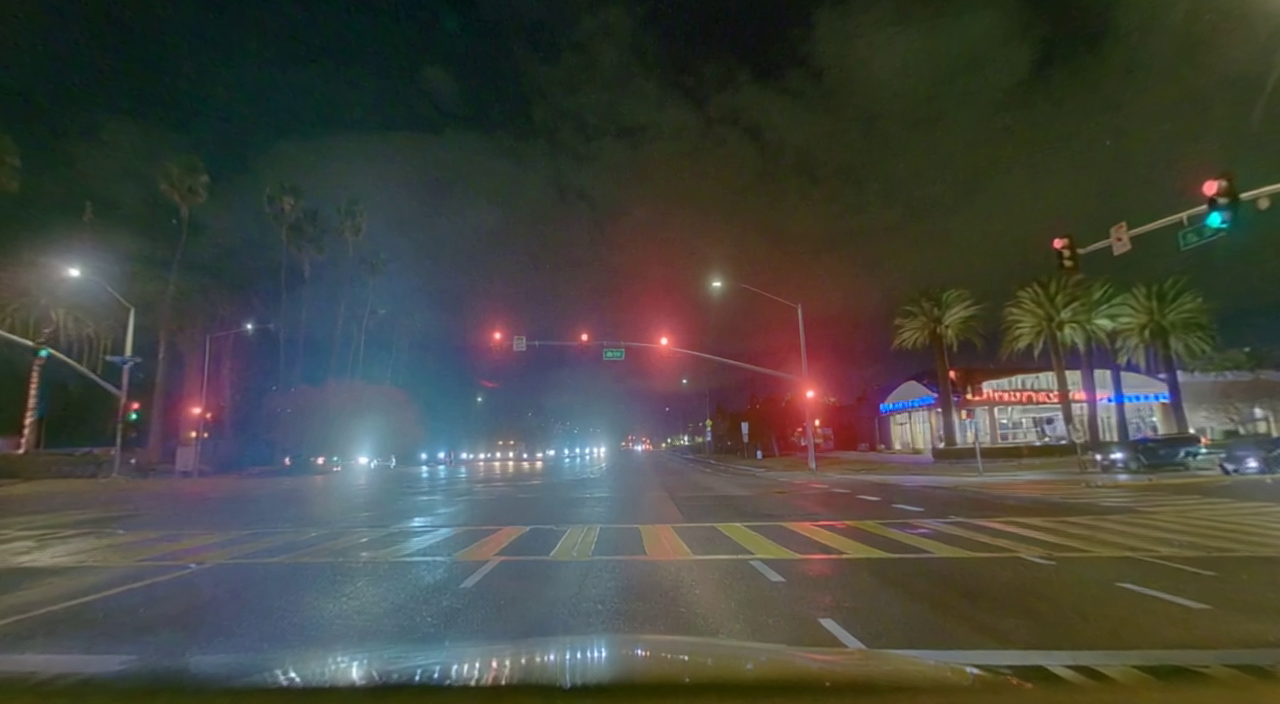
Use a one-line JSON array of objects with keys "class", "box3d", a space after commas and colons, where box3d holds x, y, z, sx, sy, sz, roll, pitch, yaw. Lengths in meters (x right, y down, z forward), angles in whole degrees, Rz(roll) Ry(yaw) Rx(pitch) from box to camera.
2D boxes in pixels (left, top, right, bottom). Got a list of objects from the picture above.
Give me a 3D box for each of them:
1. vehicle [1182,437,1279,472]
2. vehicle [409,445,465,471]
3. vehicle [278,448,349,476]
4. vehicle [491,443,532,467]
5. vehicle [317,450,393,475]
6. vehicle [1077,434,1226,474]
[{"class": "vehicle", "box3d": [27.408, 4.602, 28.484, 4.625, 1.451, 1.801, 1, -9, -9]}, {"class": "vehicle", "box3d": [-13.676, 7.139, 42.856, 2.074, 1.671, 4.755, 0, -9, 1]}, {"class": "vehicle", "box3d": [-21.027, 7.087, 40.939, 2.107, 1.642, 4.561, 0, -9, 0]}, {"class": "vehicle", "box3d": [-9.675, 7.736, 47.728, 2.074, 1.681, 4.417, 0, -9, 1]}, {"class": "vehicle", "box3d": [-17.377, 6.755, 38.898, 2.221, 1.449, 5.092, 0, -9, 1]}, {"class": "vehicle", "box3d": [22.239, 4.449, 27.642, 4.533, 1.676, 2.236, 0, -9, -1]}]
